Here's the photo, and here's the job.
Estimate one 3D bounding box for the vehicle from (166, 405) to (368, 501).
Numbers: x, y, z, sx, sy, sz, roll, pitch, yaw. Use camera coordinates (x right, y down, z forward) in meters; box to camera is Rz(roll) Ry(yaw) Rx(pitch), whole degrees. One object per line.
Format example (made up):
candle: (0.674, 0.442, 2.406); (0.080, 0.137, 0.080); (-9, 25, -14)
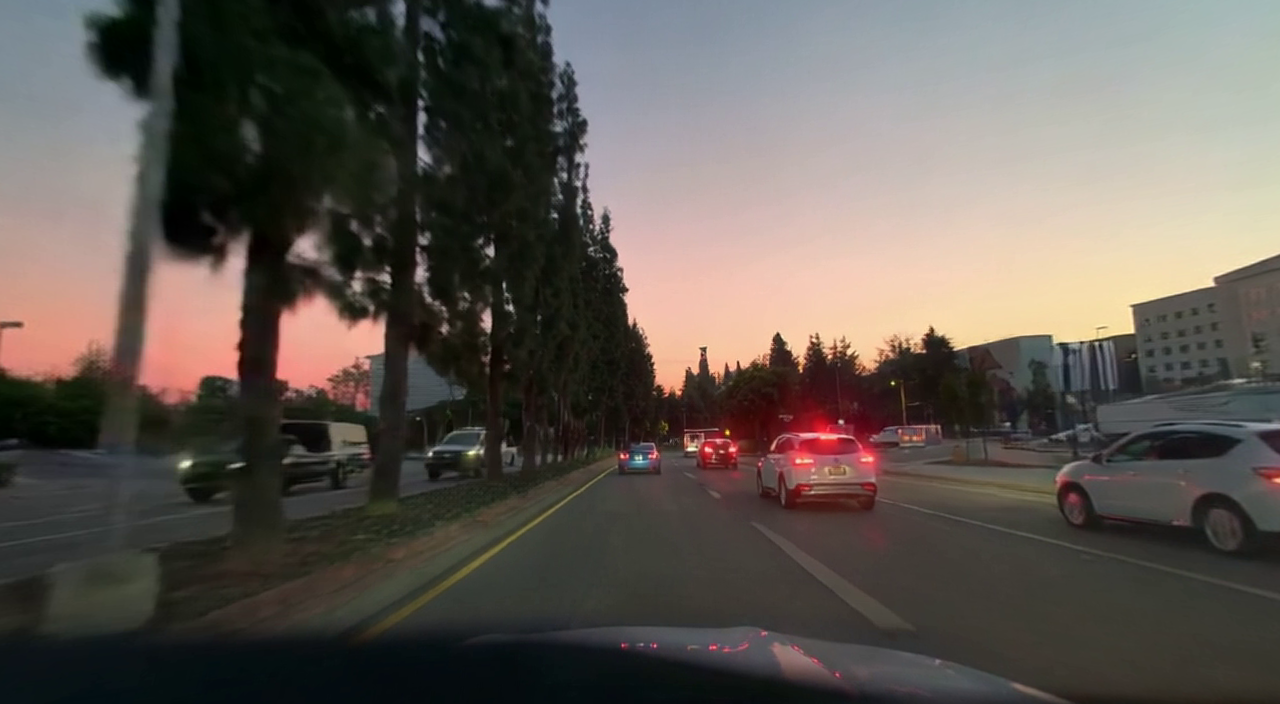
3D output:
vehicle: (-11.174, 3.132, 19.587); (2.585, 2.507, 5.743); (0, -9, 2)

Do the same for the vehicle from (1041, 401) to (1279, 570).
vehicle: (7.587, 1.626, 8.029); (2.008, 1.714, 4.407); (0, -9, 1)

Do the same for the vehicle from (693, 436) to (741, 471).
vehicle: (4.042, 5.419, 33.611); (1.982, 1.709, 4.427); (0, -9, 0)

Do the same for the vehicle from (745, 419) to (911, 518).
vehicle: (3.661, 2.388, 13.216); (2.130, 1.718, 4.310); (0, -9, 0)

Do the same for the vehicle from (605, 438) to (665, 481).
vehicle: (-0.138, 4.099, 24.125); (2.111, 1.506, 4.018); (0, -9, 1)

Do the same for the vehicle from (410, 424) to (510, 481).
vehicle: (-7.608, 4.360, 27.313); (2.469, 2.200, 5.517); (0, -9, 3)
